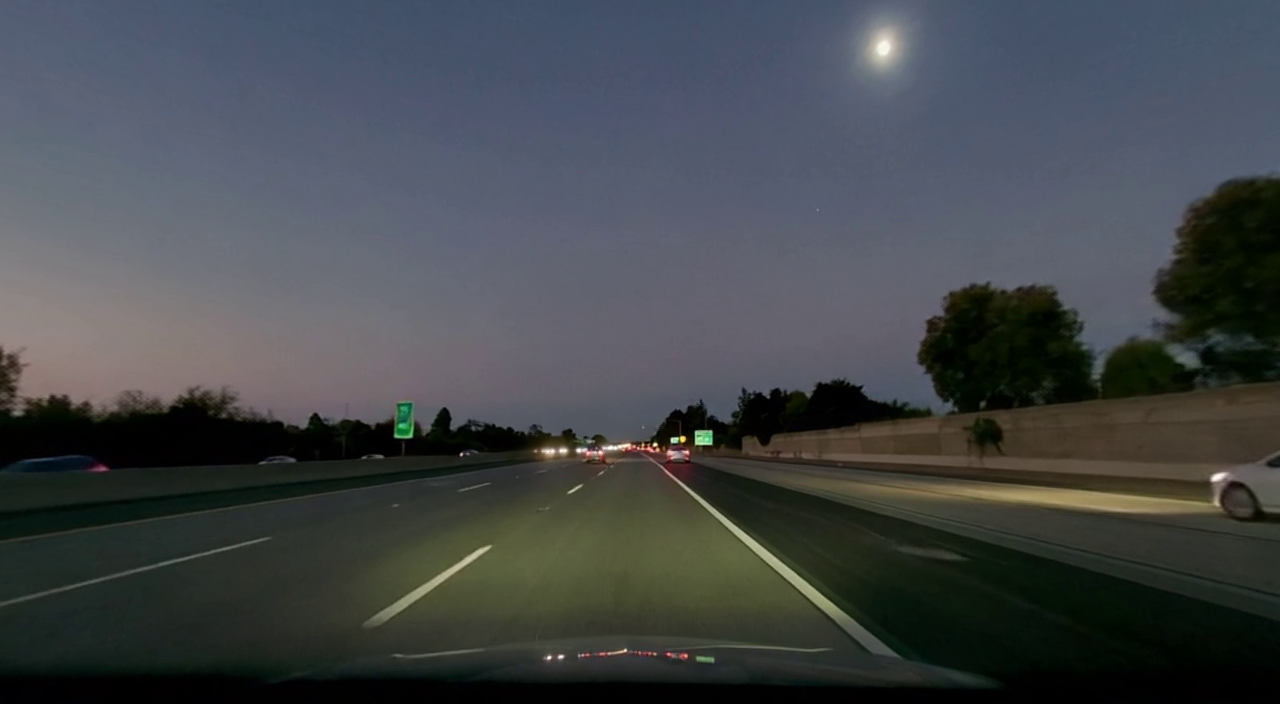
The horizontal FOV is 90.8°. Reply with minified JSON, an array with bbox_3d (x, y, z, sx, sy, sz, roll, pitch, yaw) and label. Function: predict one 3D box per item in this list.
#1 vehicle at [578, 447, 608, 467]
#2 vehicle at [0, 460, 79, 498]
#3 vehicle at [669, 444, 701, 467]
[{"bbox_3d":[-3.628,8.271,49.859,2.052,1.510,4.301,0,-9,0],"label":"vehicle"},{"bbox_3d":[-27.169,5.420,27.180,1.898,1.485,4.492,0,-9,0],"label":"vehicle"},{"bbox_3d":[3.446,8.037,49.055,2.130,1.677,4.317,0,-9,-1],"label":"vehicle"}]
